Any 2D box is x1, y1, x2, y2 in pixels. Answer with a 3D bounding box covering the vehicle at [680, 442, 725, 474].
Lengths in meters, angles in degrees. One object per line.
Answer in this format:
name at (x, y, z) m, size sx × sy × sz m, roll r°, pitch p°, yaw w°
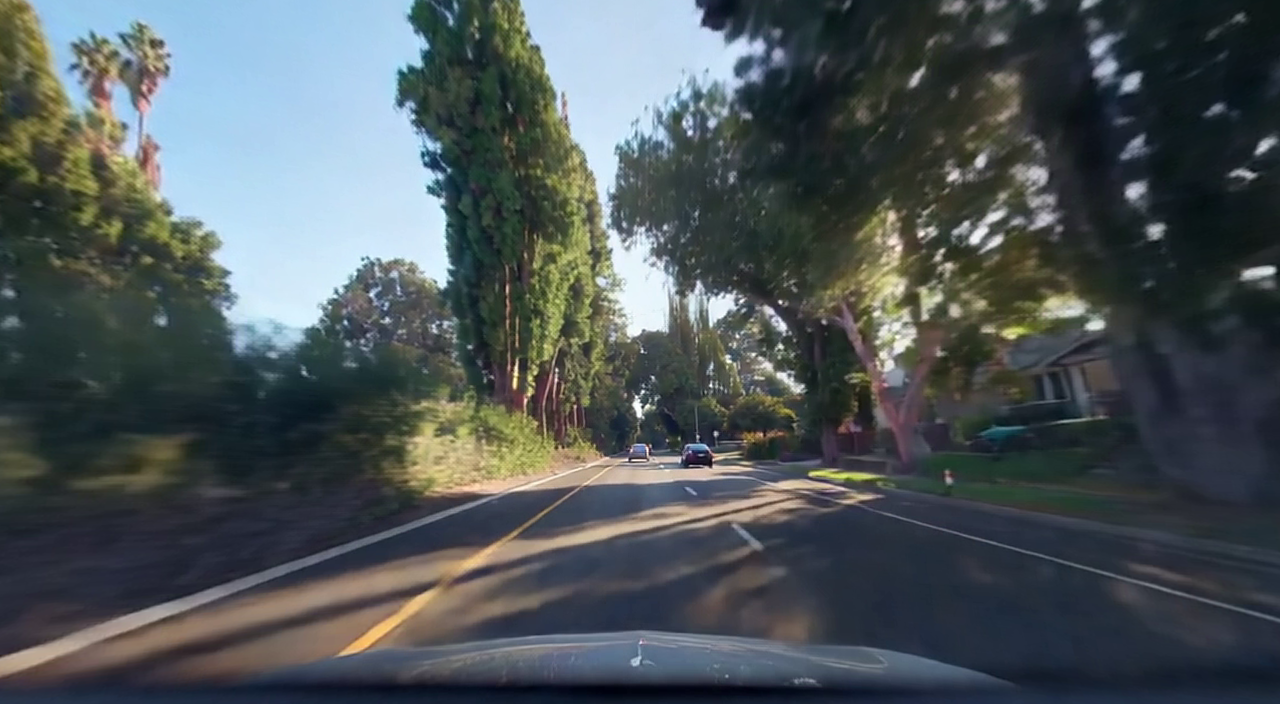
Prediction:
vehicle at (3.369, 5.781, 34.760) m, size 1.888 × 1.640 × 4.044 m, roll 0°, pitch -9°, yaw -2°
